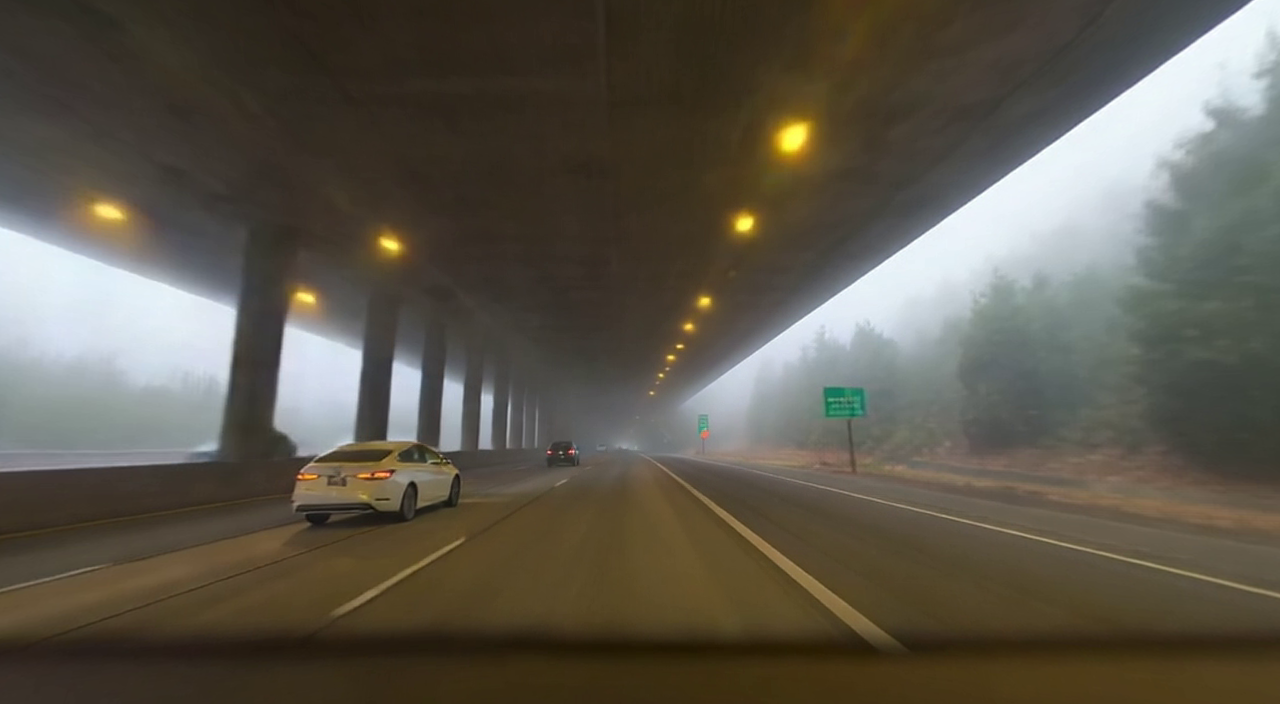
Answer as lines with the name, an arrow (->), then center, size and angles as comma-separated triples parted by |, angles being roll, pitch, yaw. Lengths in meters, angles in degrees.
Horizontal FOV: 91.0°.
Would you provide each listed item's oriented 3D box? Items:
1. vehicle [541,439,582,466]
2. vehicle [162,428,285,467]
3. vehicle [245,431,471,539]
vehicle -> -4.586, 5.957, 37.374 | 1.973, 1.474, 4.199 | 0, -8, -1
vehicle -> -17.277, 4.012, 26.482 | 1.818, 1.450, 4.837 | -1, -8, 1
vehicle -> -4.404, 2.113, 10.702 | 1.885, 1.424, 4.230 | 0, -8, 0
